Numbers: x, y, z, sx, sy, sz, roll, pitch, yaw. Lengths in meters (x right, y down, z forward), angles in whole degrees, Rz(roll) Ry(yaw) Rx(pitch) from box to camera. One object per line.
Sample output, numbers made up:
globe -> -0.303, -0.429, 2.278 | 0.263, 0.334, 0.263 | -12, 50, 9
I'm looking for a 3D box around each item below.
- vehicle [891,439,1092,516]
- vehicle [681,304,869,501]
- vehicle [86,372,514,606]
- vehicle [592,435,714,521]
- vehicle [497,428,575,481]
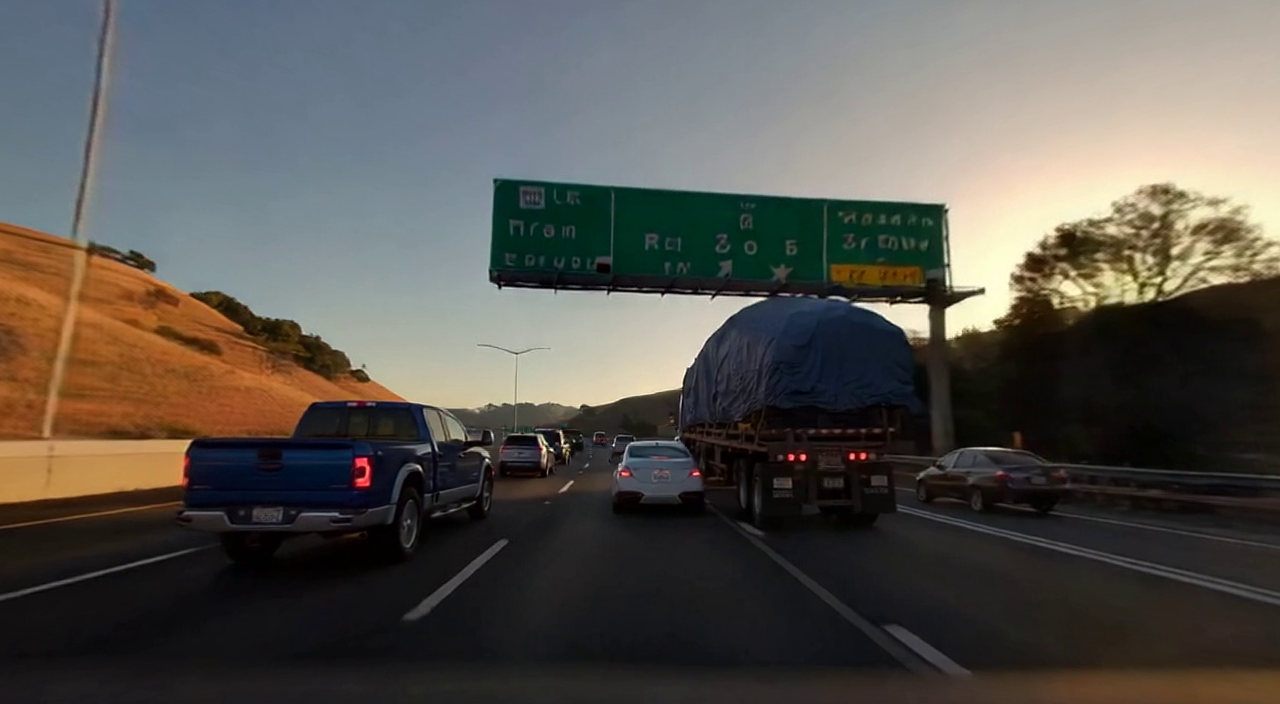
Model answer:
vehicle -> 7.750, 2.762, 14.510 | 2.092, 1.495, 4.194 | 0, -8, -2
vehicle -> 3.153, 1.791, 18.598 | 2.759, 4.098, 10.906 | 0, -8, -2
vehicle -> -3.304, 1.492, 7.877 | 2.318, 1.902, 5.374 | 0, -8, 0
vehicle -> 0.171, 2.467, 12.962 | 2.105, 1.471, 3.978 | 0, -8, -2
vehicle -> -3.833, 3.910, 24.324 | 2.348, 1.821, 5.061 | 0, -8, -2
